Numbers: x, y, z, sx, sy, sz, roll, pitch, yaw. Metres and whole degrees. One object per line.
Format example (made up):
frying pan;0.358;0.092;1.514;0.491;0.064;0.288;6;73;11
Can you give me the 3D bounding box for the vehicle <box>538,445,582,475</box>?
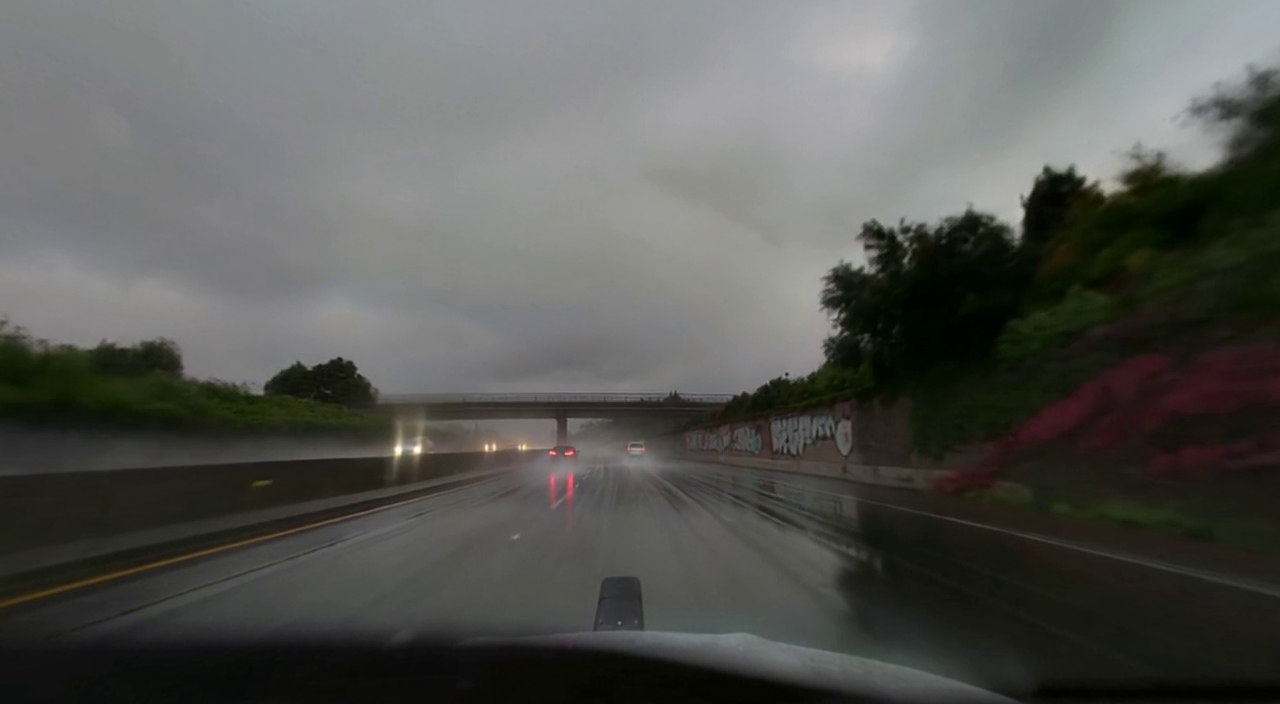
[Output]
vehicle;-4.099;5.605;32.778;1.871;1.459;3.771;0;-9;-1
